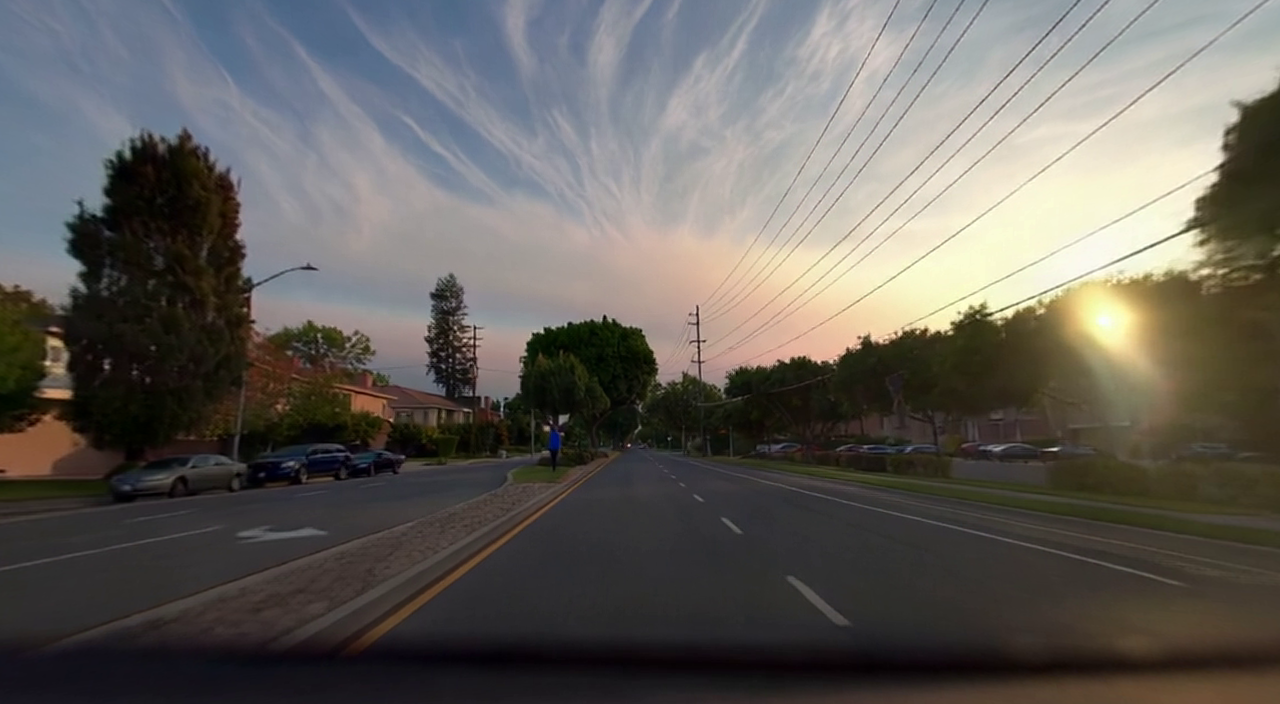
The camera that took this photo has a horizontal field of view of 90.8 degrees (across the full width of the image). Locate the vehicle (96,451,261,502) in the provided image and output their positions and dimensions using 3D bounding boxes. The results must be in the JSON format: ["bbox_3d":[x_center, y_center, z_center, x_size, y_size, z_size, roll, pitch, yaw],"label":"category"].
[{"bbox_3d":[-15.232,4.094,21.248,2.058,1.479,4.519,0,-9,1],"label":"vehicle"}]

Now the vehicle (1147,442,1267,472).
[{"bbox_3d":[33.277,6.157,37.281,1.792,1.586,4.905,0,-9,-17],"label":"vehicle"}]

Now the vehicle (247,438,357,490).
[{"bbox_3d":[-15.078,4.988,28.599,2.298,1.979,4.920,-4,-9,0],"label":"vehicle"}]

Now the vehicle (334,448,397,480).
[{"bbox_3d":[-15.435,6.280,35.758,2.106,1.517,4.632,-4,-8,-9],"label":"vehicle"}]

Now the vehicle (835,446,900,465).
[{"bbox_3d":[17.493,7.957,48.707,4.246,1.427,2.055,0,-9,-1],"label":"vehicle"}]
